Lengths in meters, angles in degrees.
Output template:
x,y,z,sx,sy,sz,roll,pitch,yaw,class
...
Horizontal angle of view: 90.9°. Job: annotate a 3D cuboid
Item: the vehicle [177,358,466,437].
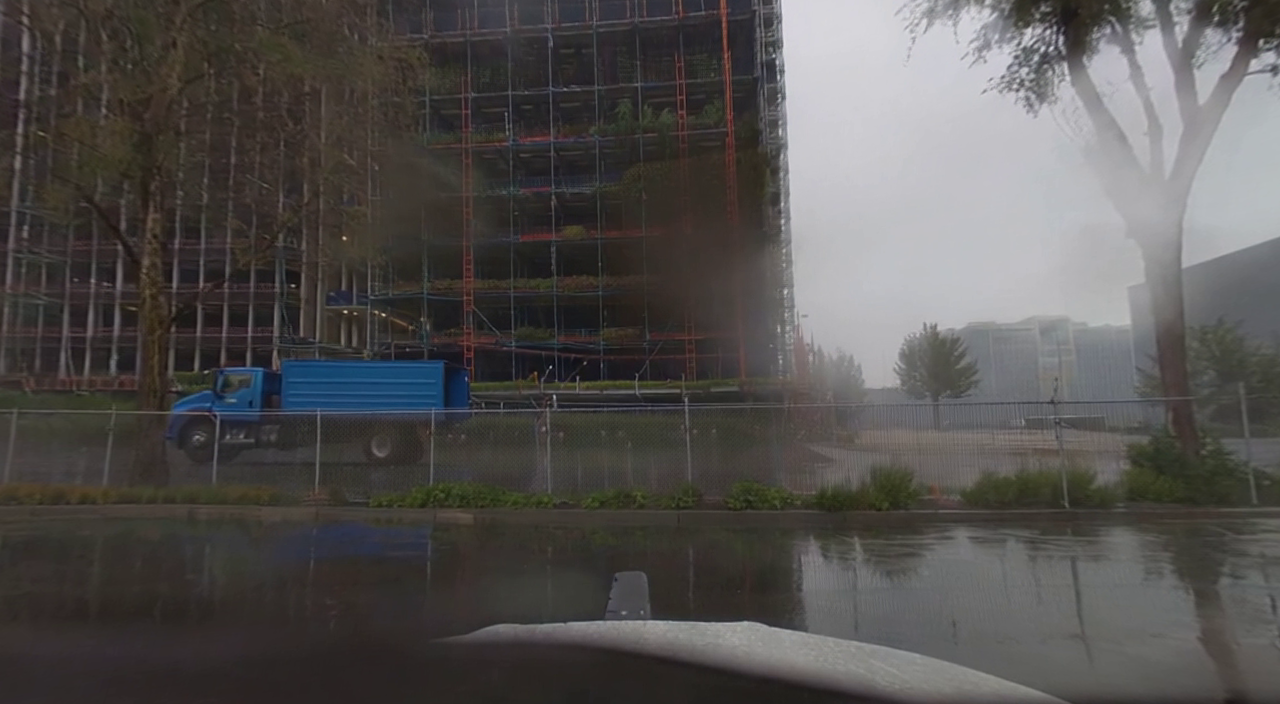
x,y,z,sx,sy,sz,roll,pitch,yaw,class
-17.220,2.674,35.213,14.067,4.099,2.832,1,-9,-7,vehicle
